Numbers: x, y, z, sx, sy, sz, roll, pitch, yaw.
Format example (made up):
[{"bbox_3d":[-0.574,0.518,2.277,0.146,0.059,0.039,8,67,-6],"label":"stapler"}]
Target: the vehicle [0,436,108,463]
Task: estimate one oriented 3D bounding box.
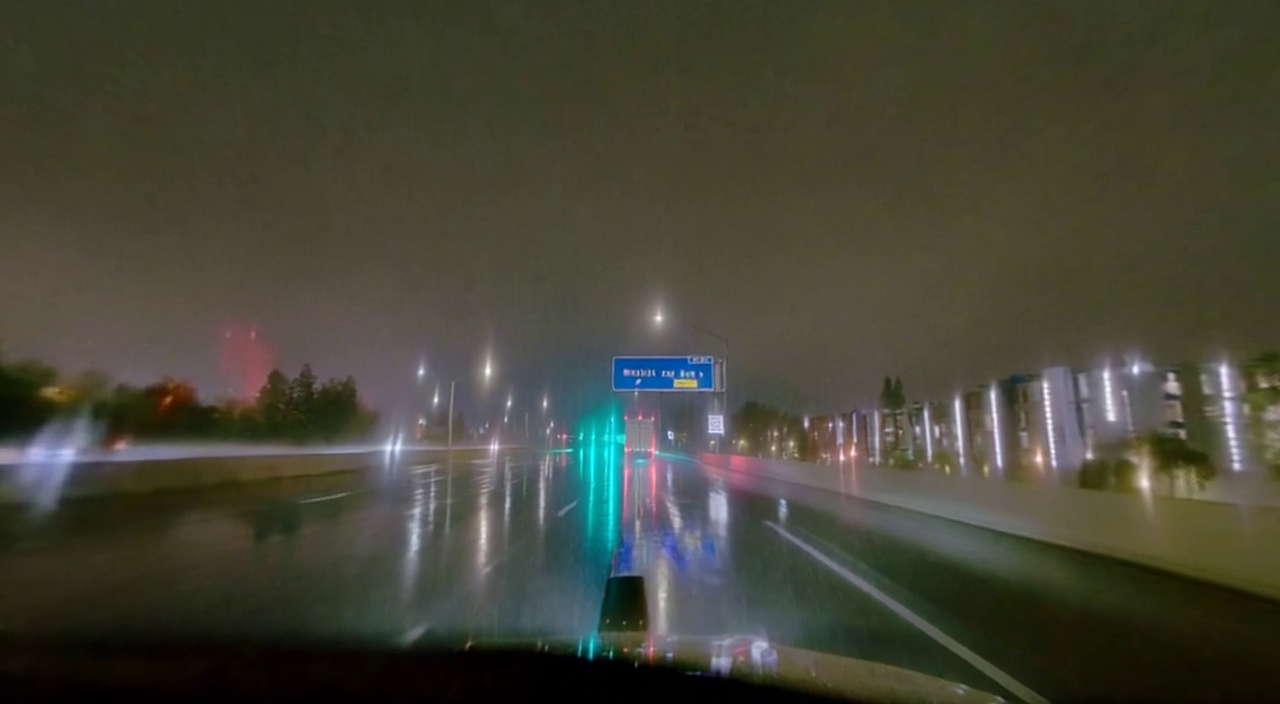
[{"bbox_3d":[-36.197,6.062,39.096,2.007,1.576,4.999,0,-9,0],"label":"vehicle"}]
